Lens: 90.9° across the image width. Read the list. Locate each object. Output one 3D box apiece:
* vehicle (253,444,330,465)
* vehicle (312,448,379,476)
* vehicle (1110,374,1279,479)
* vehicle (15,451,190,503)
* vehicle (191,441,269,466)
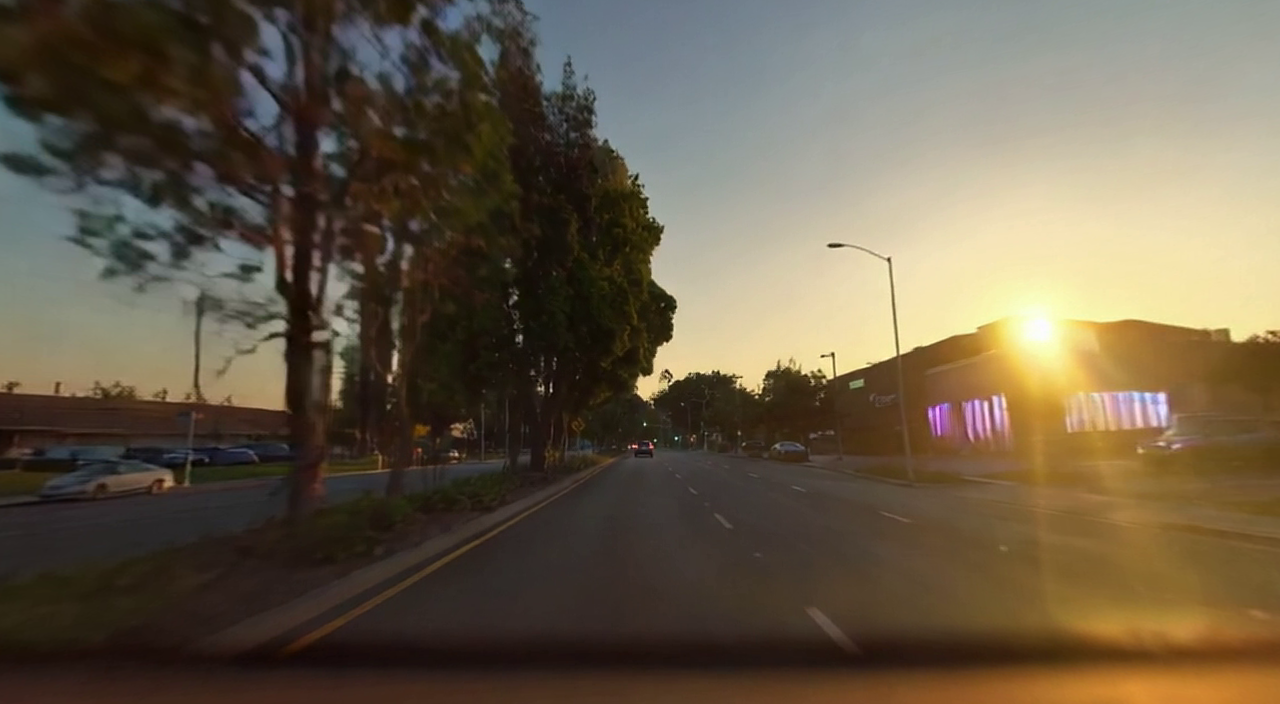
[{"bbox_3d":[-26.283,7.773,47.673,4.613,1.504,1.876,1,-9,-7],"label":"vehicle"},{"bbox_3d":[-18.690,6.998,40.269,1.964,1.618,4.622,0,-8,1],"label":"vehicle"},{"bbox_3d":[21.813,2.882,23.650,3.006,3.375,6.598,0,-9,-2],"label":"vehicle"},{"bbox_3d":[-19.045,4.409,22.730,1.814,1.577,5.024,0,-9,1],"label":"vehicle"},{"bbox_3d":[-27.309,6.764,42.096,3.882,1.599,1.725,1,-9,-4],"label":"vehicle"}]
